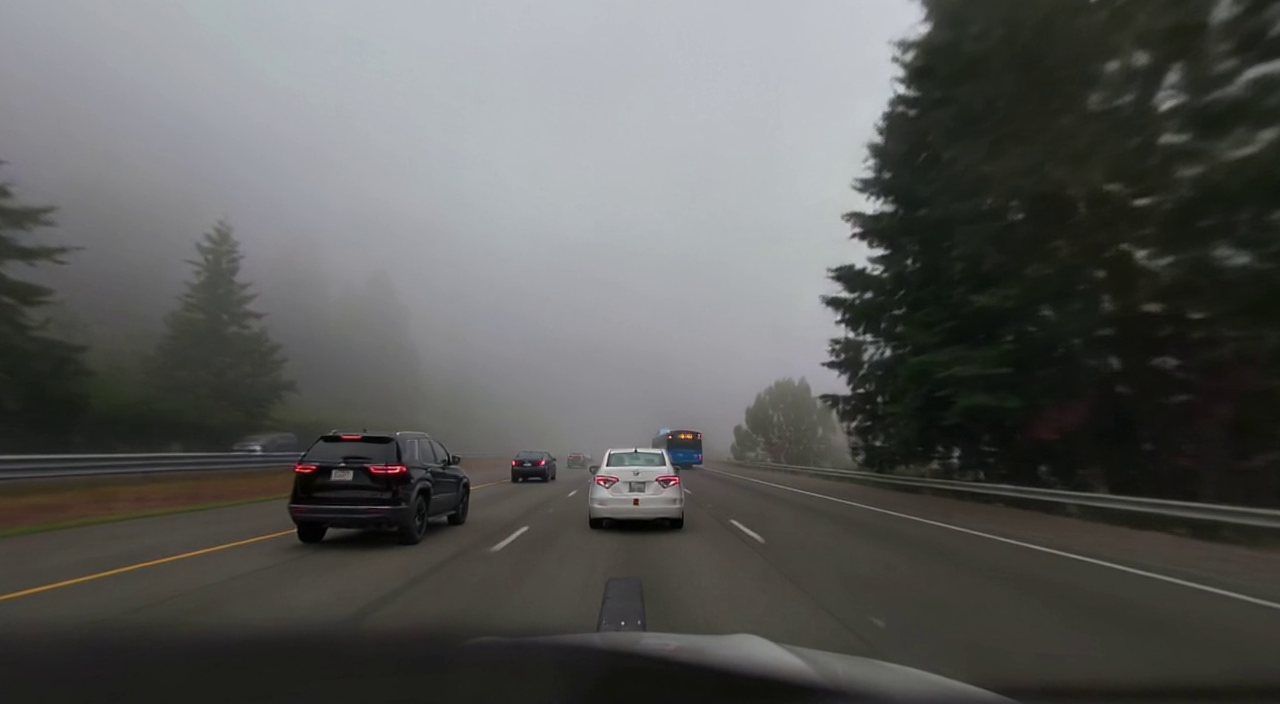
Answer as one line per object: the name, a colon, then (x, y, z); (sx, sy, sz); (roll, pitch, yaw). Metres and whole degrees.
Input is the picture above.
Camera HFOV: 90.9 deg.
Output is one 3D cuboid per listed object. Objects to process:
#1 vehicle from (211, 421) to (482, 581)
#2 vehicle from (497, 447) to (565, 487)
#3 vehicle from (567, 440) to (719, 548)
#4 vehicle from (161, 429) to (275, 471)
vehicle: (-3.683, 1.927, 8.916); (1.830, 1.703, 4.142); (0, -9, 0)
vehicle: (-4.369, 4.675, 25.902); (2.122, 1.491, 3.800); (0, -9, 0)
vehicle: (-0.024, 2.317, 10.955); (2.120, 1.478, 4.179); (0, -9, -2)
vehicle: (-16.452, 3.858, 24.828); (1.860, 1.508, 3.854); (0, -9, -2)
